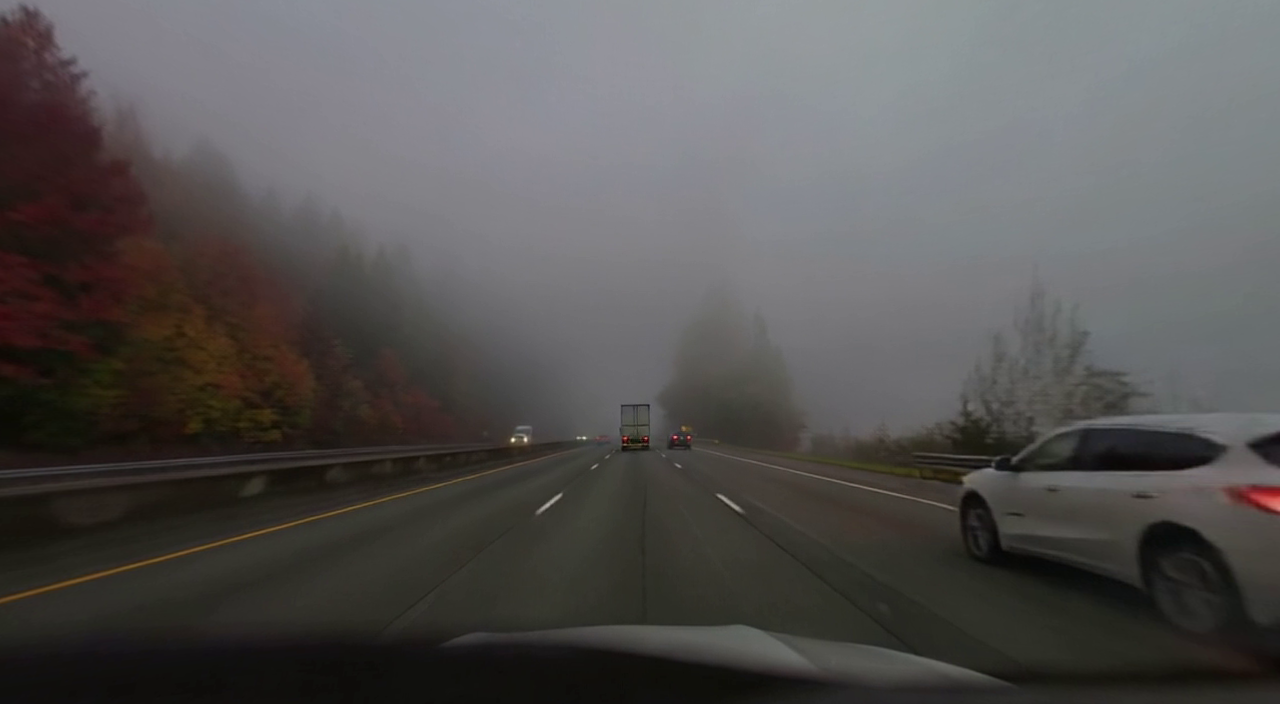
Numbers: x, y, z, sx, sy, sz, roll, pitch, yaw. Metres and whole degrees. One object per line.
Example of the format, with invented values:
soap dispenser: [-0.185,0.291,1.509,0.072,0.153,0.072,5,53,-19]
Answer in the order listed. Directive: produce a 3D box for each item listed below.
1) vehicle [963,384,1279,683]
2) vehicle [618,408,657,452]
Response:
vehicle: [4.139,1.033,4.088,1.882,1.492,3.958,0,-8,-1]
vehicle: [-0.250,5.752,45.872,2.631,2.957,6.512,0,-8,-2]
